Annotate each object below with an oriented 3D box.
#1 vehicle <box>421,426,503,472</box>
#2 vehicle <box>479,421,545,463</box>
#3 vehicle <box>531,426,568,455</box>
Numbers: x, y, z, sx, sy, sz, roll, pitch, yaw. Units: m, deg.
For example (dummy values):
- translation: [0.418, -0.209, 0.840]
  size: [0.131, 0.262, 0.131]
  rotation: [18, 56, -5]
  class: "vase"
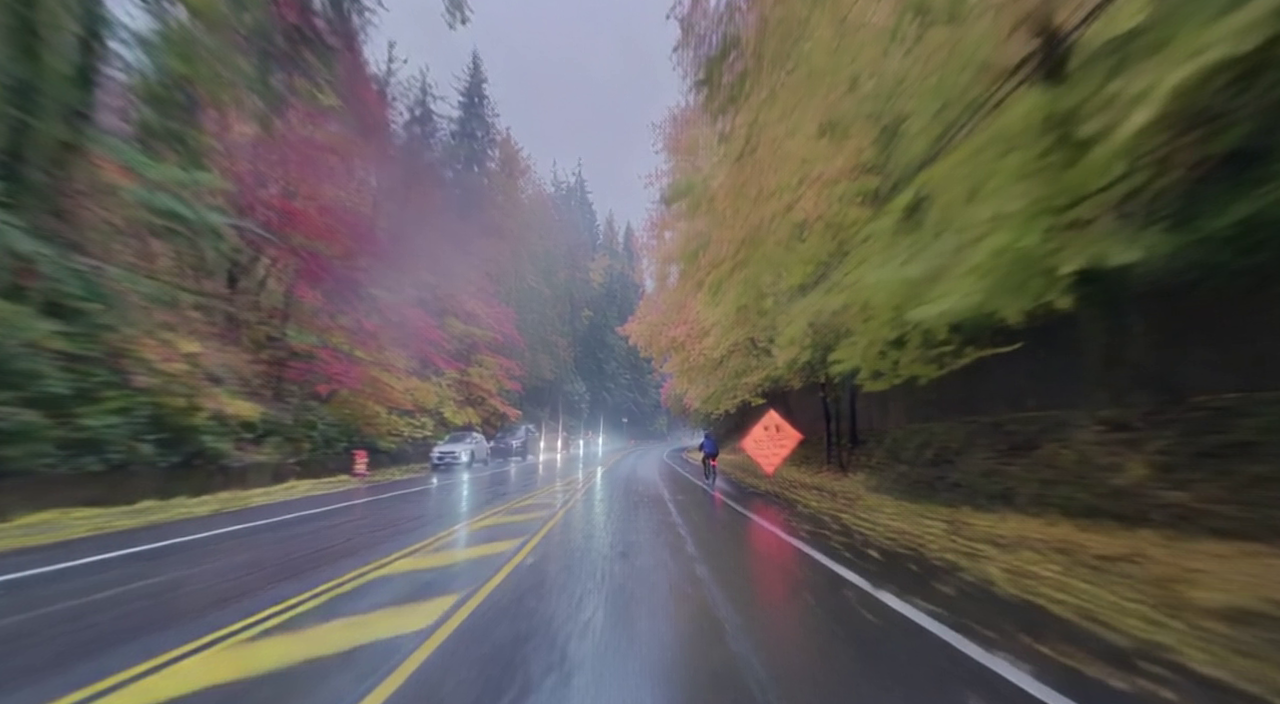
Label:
- translation: [-7.631, 4.178, 27.502]
  size: [1.991, 1.759, 4.443]
  rotation: [-3, -8, 5]
  class: "vehicle"
- translation: [-7.052, 5.061, 35.370]
  size: [2.312, 2.075, 5.748]
  rotation: [-3, -9, 2]
  class: "vehicle"
- translation: [-6.944, 6.896, 48.911]
  size: [1.955, 1.908, 4.680]
  rotation: [-5, -9, 0]
  class: "vehicle"
